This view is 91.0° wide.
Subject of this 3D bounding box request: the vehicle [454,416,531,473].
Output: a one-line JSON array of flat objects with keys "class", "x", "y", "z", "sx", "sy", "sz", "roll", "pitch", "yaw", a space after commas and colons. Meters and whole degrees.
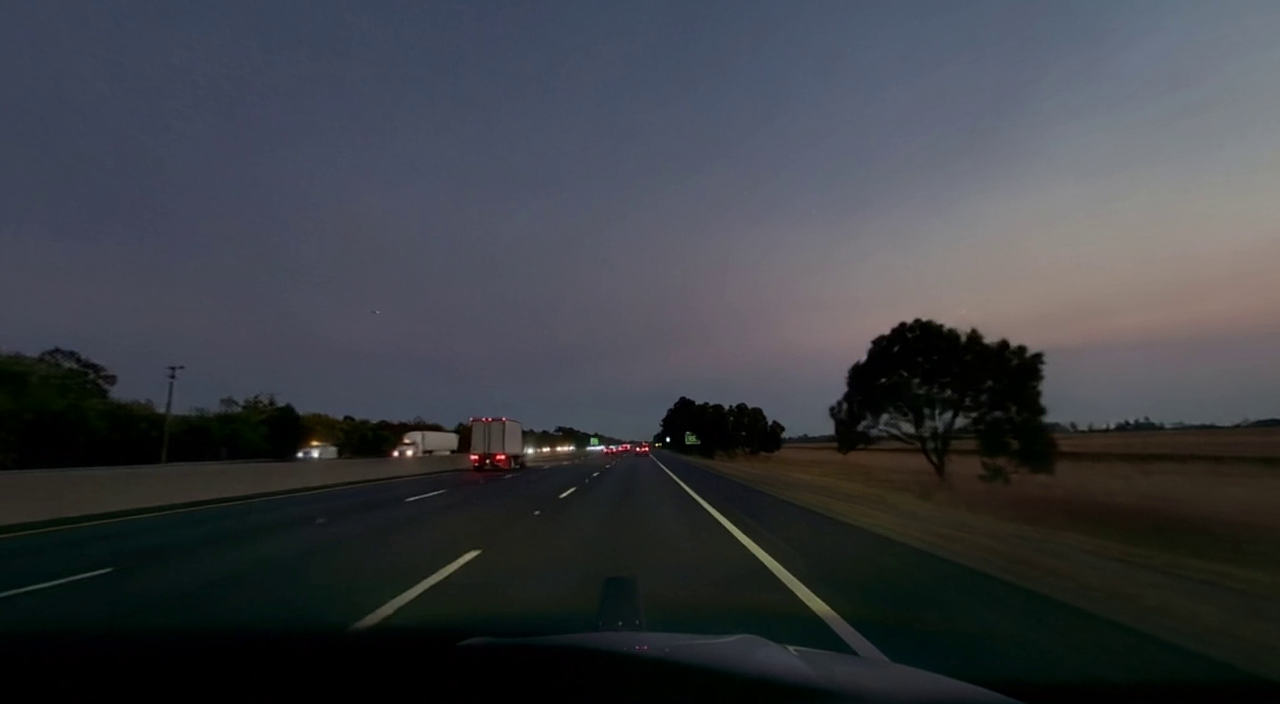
[{"class": "vehicle", "x": -7.487, "y": 4.829, "z": 32.764, "sx": 2.444, "sy": 2.685, "sz": 5.893, "roll": 0, "pitch": -9, "yaw": 1}]
